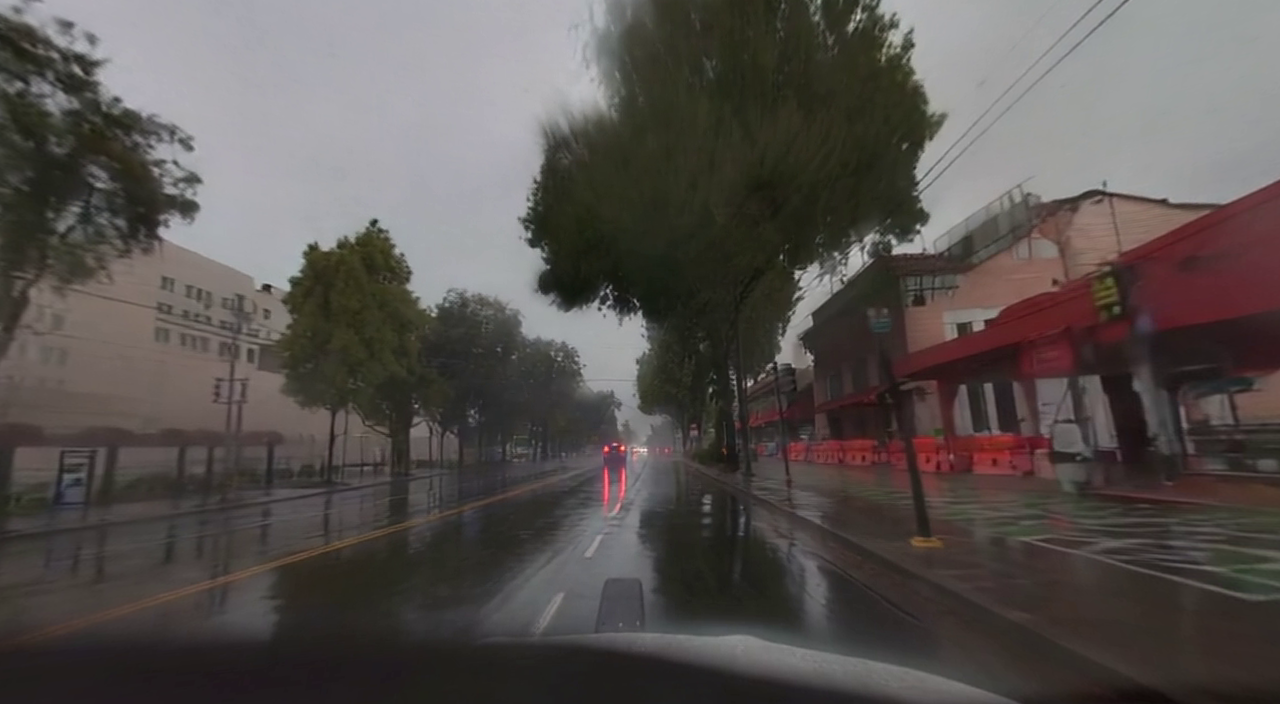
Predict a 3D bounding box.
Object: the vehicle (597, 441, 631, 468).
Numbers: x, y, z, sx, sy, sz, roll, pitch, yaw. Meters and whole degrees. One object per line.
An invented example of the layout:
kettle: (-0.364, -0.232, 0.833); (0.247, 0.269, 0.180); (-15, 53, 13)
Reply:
vehicle: (-1.744, 7.169, 44.374); (2.101, 1.721, 4.364); (0, -8, 2)
